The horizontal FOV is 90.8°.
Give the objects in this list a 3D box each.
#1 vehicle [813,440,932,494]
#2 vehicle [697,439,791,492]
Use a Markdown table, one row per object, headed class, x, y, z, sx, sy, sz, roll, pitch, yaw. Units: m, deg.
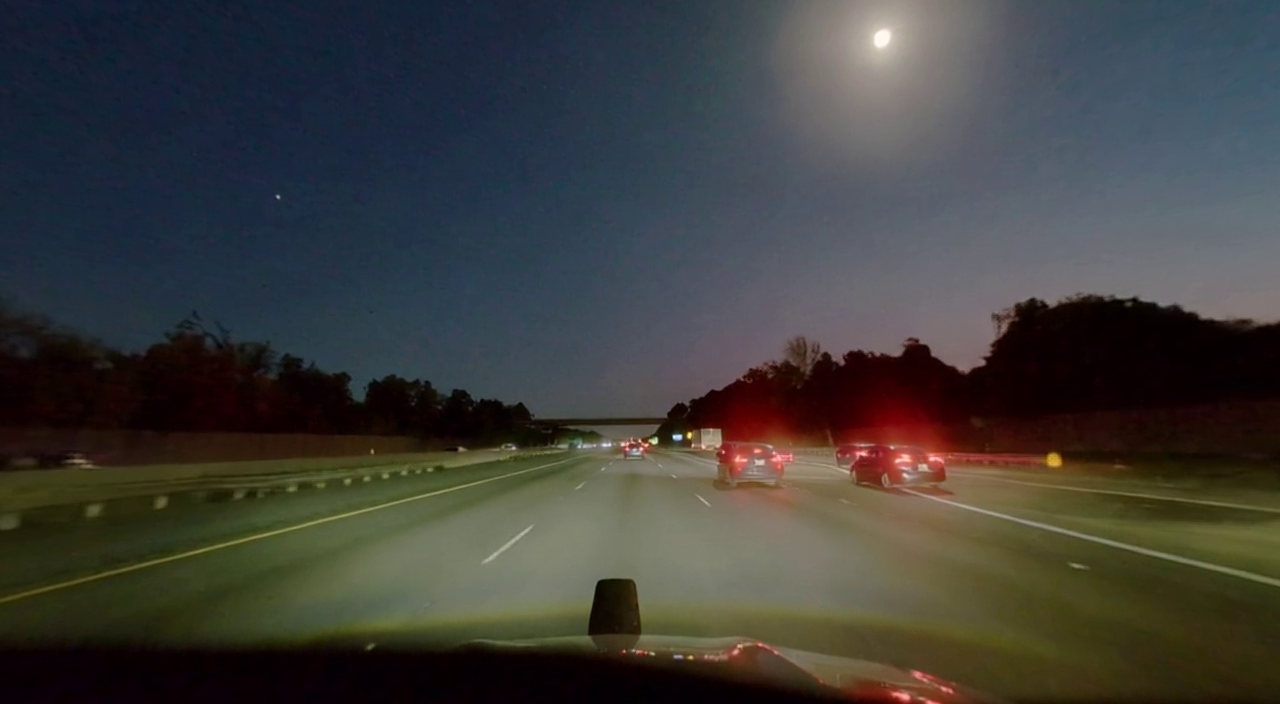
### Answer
| class | x | y | z | sx | sy | sz | roll | pitch | yaw |
| --- | --- | --- | --- | --- | --- | --- | --- | --- | --- |
| vehicle | 7.112 | 3.559 | 19.925 | 1.946 | 1.497 | 4.467 | 0 | -9 | -1 |
| vehicle | 3.148 | 3.557 | 20.139 | 2.076 | 1.472 | 4.562 | 0 | -9 | -2 |
